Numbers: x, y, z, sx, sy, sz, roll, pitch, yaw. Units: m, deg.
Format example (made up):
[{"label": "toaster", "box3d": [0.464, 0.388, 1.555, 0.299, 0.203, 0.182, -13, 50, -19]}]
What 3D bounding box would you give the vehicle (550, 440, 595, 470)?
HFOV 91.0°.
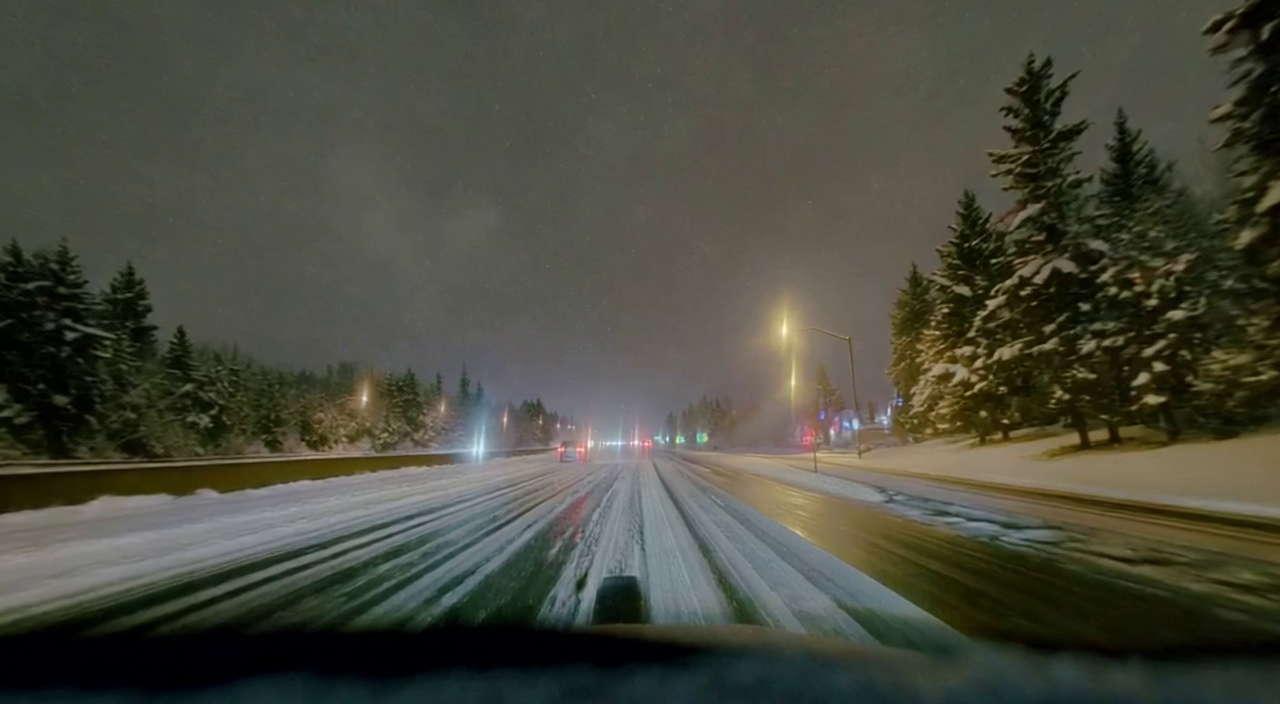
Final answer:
[{"label": "vehicle", "box3d": [-3.727, 5.763, 35.358, 2.015, 1.557, 4.229, 0, -9, 1]}]
